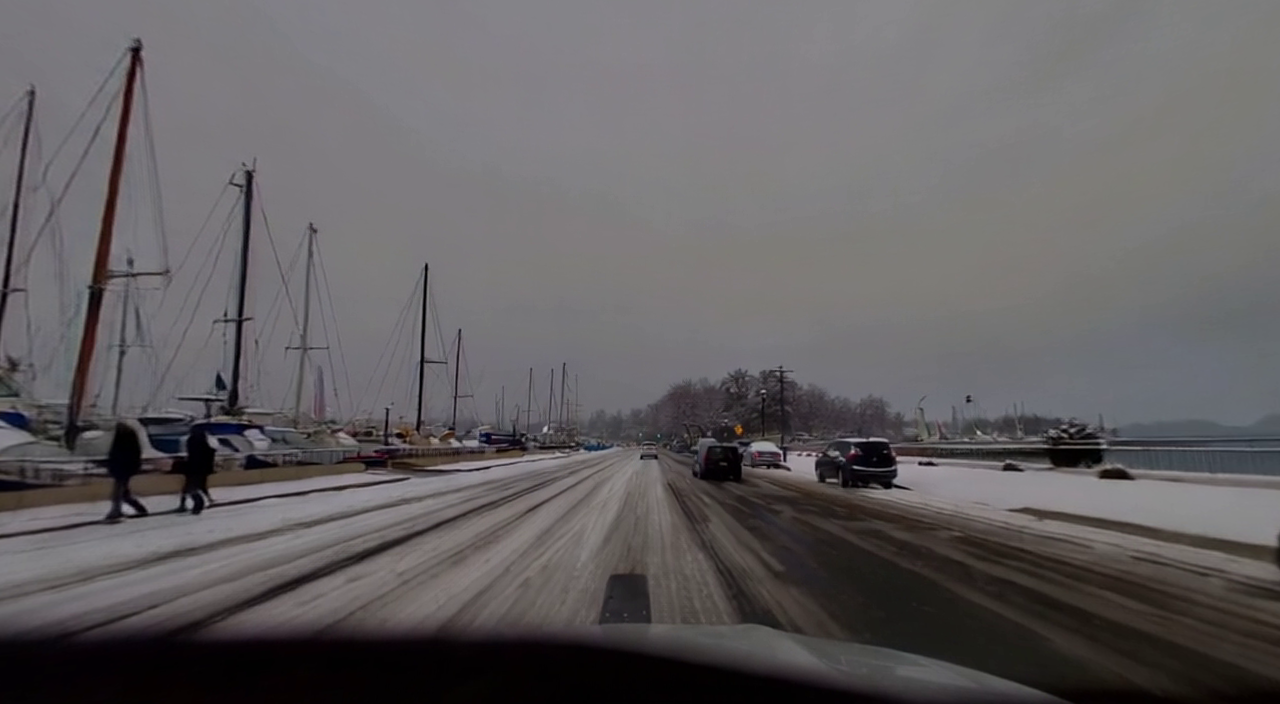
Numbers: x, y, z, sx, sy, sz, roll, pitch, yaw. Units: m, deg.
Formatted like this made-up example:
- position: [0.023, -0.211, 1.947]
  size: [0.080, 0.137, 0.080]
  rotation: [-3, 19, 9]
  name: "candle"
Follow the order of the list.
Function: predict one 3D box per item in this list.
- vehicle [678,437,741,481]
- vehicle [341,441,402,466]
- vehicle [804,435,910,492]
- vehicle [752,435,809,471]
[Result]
- position: [2.731, 4.327, 25.705]
  size: [2.047, 1.640, 4.051]
  rotation: [-1, -9, 0]
  name: "vehicle"
- position: [-17.751, 6.766, 41.968]
  size: [1.840, 1.522, 4.695]
  rotation: [-1, -9, 2]
  name: "vehicle"
- position: [7.393, 3.838, 22.063]
  size: [2.029, 1.750, 4.825]
  rotation: [-1, -9, 1]
  name: "vehicle"
- position: [8.162, 5.921, 37.061]
  size: [2.056, 1.896, 5.062]
  rotation: [-1, -9, -1]
  name: "vehicle"
